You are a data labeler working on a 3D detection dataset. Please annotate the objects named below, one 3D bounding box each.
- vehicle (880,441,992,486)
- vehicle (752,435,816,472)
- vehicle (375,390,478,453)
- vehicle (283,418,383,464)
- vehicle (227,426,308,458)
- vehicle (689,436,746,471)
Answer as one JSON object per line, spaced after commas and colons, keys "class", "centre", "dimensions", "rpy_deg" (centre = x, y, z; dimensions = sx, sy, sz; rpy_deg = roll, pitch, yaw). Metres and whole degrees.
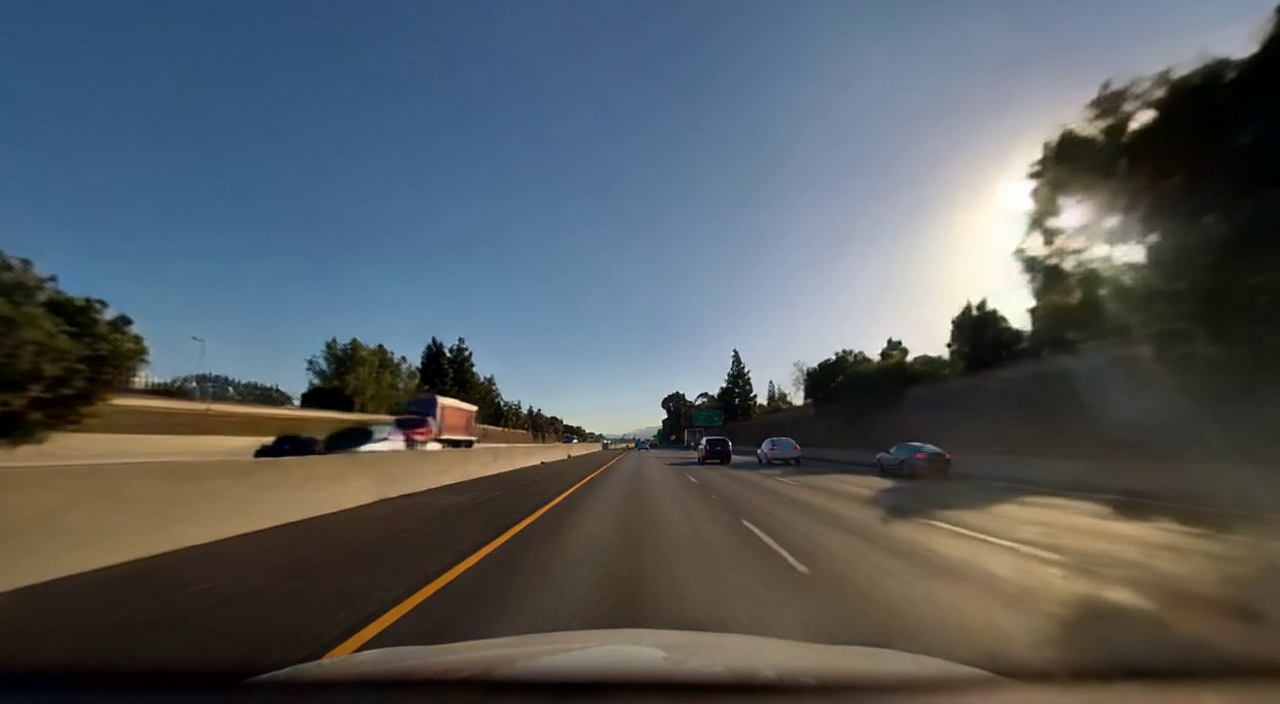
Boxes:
{"class": "vehicle", "centre": [10.728, 4.046, 23.313], "dimensions": [1.970, 1.479, 4.480], "rpy_deg": [0, -8, 0]}
{"class": "vehicle", "centre": [7.280, 5.183, 32.388], "dimensions": [2.178, 1.749, 4.570], "rpy_deg": [0, -8, -1]}
{"class": "vehicle", "centre": [-13.765, 4.844, 42.047], "dimensions": [3.009, 3.639, 10.635], "rpy_deg": [0, -9, 1]}
{"class": "vehicle", "centre": [-10.451, 3.090, 21.755], "dimensions": [1.617, 1.442, 3.488], "rpy_deg": [0, -8, 1]}
{"class": "vehicle", "centre": [-17.251, 4.228, 29.409], "dimensions": [1.551, 1.393, 3.450], "rpy_deg": [0, -9, 2]}
{"class": "vehicle", "centre": [3.813, 5.102, 31.923], "dimensions": [2.326, 1.644, 4.206], "rpy_deg": [0, -8, -1]}
